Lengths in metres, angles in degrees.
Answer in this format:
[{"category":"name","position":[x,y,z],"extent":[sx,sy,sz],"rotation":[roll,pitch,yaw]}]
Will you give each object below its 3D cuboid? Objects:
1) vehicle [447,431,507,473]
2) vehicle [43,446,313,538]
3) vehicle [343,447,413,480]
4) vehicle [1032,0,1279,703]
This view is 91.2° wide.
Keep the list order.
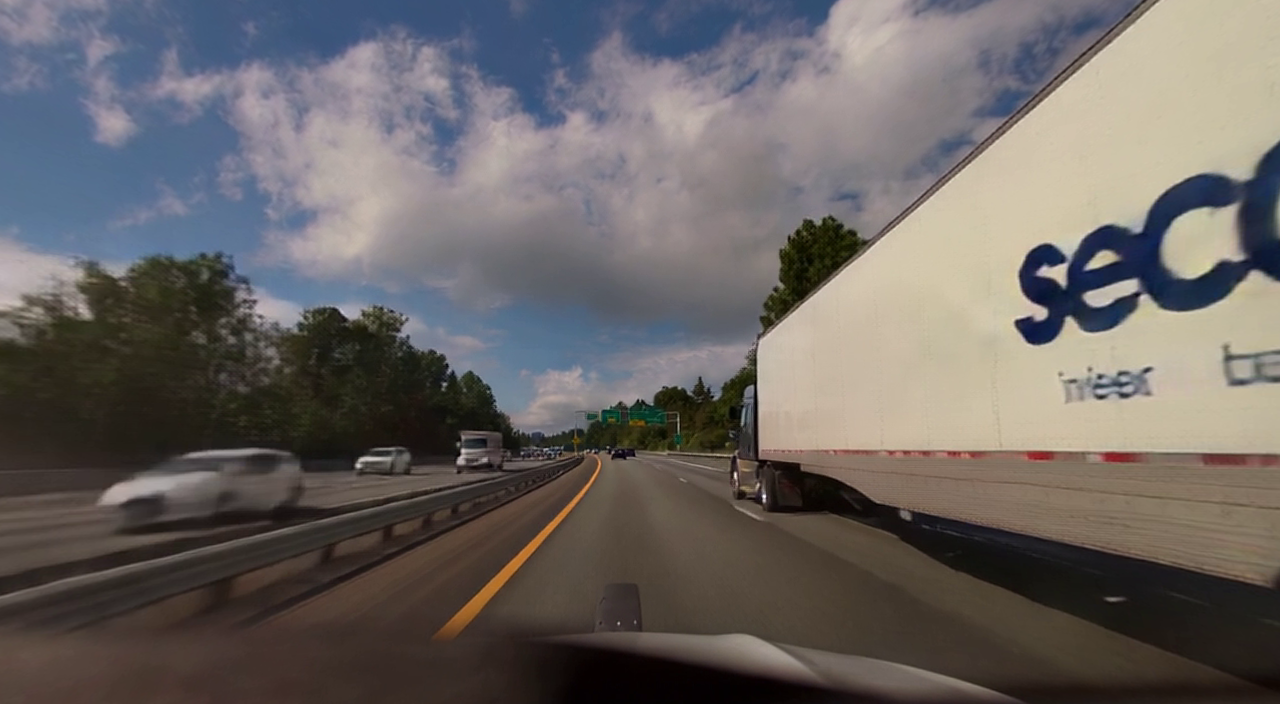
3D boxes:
[{"category":"vehicle","position":[-10.587,6.555,41.367],"extent":[2.491,2.522,5.985],"rotation":[0,-9,-2]},{"category":"vehicle","position":[-9.099,2.751,13.061],"extent":[2.095,1.529,4.706],"rotation":[0,-9,-1]},{"category":"vehicle","position":[-13.775,5.868,33.189],"extent":[1.957,1.613,4.051],"rotation":[0,-9,0]},{"category":"vehicle","position":[4.519,-0.658,0.495],"extent":[2.892,3.928,8.380],"rotation":[1,-9,0]}]
